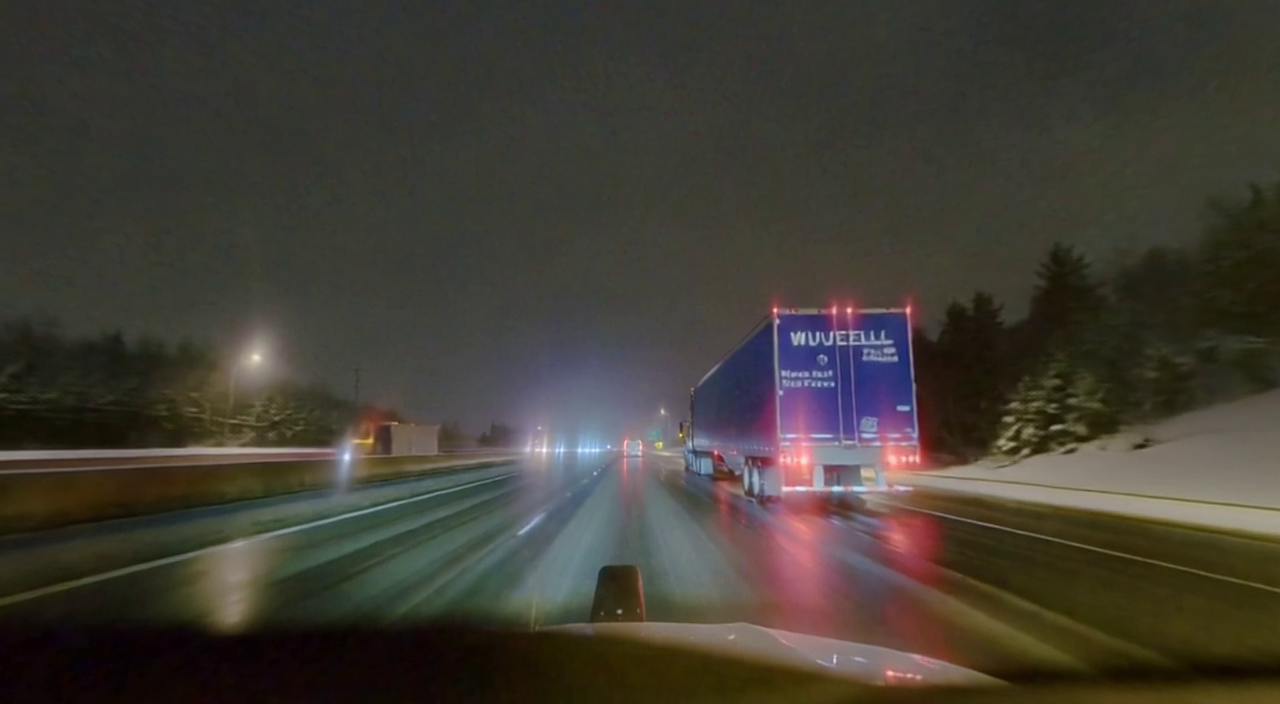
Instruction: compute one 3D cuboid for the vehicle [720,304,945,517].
[{"bbox_3d":[4.128,1.722,16.091,2.869,4.013,8.610,0,-9,-1],"label":"vehicle"}]
